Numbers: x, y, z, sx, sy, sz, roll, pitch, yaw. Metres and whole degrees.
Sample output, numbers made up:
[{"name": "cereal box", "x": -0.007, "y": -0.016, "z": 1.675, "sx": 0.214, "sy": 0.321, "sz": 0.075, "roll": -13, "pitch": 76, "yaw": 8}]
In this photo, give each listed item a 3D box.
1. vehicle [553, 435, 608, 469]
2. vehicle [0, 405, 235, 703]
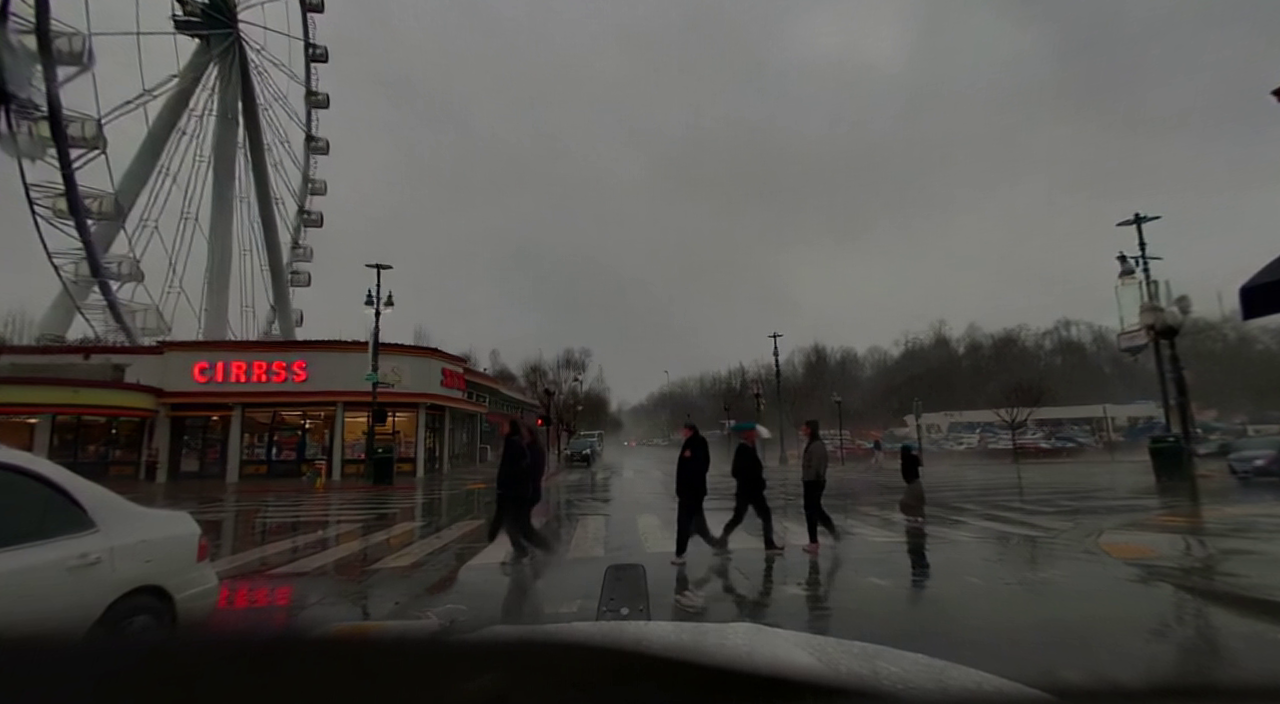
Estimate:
[{"name": "vehicle", "x": -3.915, "y": 6.362, "z": 40.260, "sx": 2.549, "sy": 2.000, "sz": 5.699, "roll": 2, "pitch": -9, "yaw": -15}, {"name": "vehicle", "x": -3.376, "y": 0.790, "z": 1.184, "sx": 1.940, "sy": 1.505, "sz": 4.676, "roll": -1, "pitch": -9, "yaw": 3}]
